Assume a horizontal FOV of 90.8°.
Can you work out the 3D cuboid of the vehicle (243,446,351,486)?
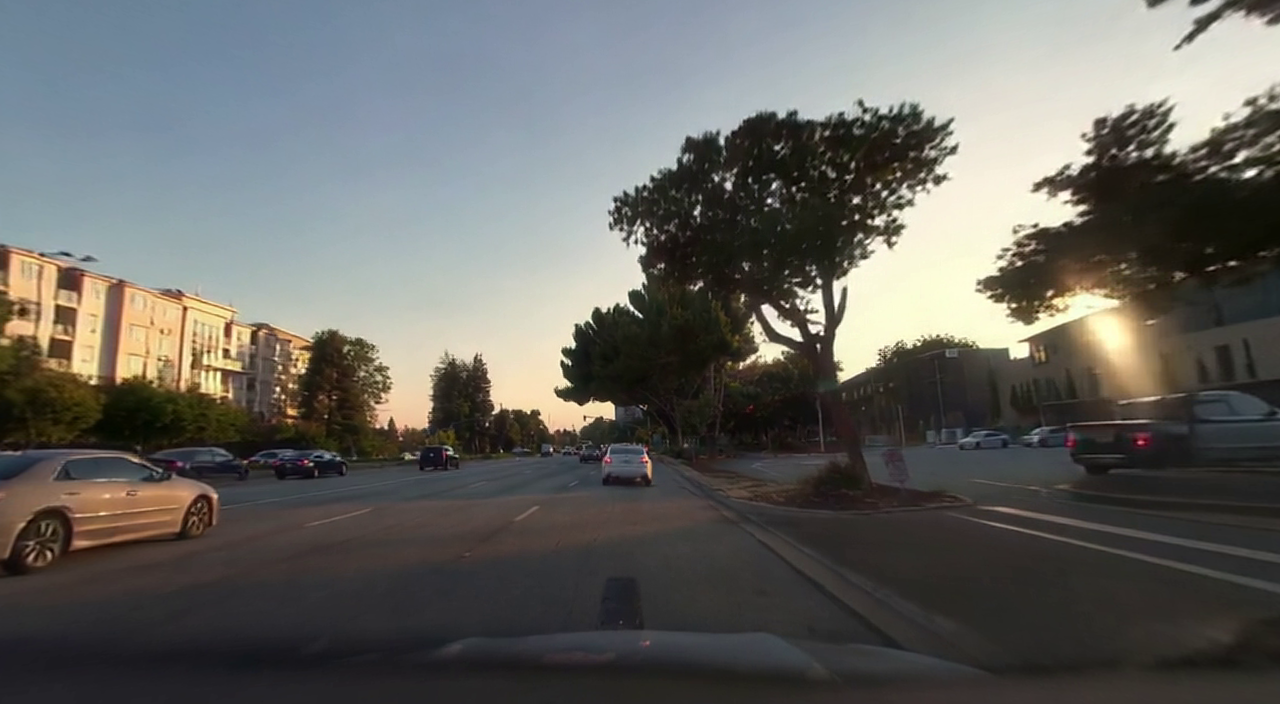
[{"bbox_3d":[-13.971,4.650,26.091,2.024,1.484,4.592,1,-9,-2],"label":"vehicle"}]

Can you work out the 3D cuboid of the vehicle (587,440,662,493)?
[{"bbox_3d":[-0.484,3.570,20.015,2.099,1.469,4.389,0,-9,-1],"label":"vehicle"}]

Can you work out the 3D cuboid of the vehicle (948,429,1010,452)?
[{"bbox_3d":[24.783,6.479,46.246,3.437,1.408,1.759,-4,-9,-5],"label":"vehicle"}]

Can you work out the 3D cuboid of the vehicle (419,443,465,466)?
[{"bbox_3d":[-14.996,7.782,48.062,2.064,1.686,4.380,0,-9,0],"label":"vehicle"}]

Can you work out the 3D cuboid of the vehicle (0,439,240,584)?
[{"bbox_3d":[-7.471,1.848,7.931,1.906,1.449,4.576,0,-9,-1],"label":"vehicle"}]

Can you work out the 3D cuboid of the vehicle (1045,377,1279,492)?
[{"bbox_3d":[12.576,1.717,14.021,5.253,2.014,2.666,-4,-8,-5],"label":"vehicle"}]
